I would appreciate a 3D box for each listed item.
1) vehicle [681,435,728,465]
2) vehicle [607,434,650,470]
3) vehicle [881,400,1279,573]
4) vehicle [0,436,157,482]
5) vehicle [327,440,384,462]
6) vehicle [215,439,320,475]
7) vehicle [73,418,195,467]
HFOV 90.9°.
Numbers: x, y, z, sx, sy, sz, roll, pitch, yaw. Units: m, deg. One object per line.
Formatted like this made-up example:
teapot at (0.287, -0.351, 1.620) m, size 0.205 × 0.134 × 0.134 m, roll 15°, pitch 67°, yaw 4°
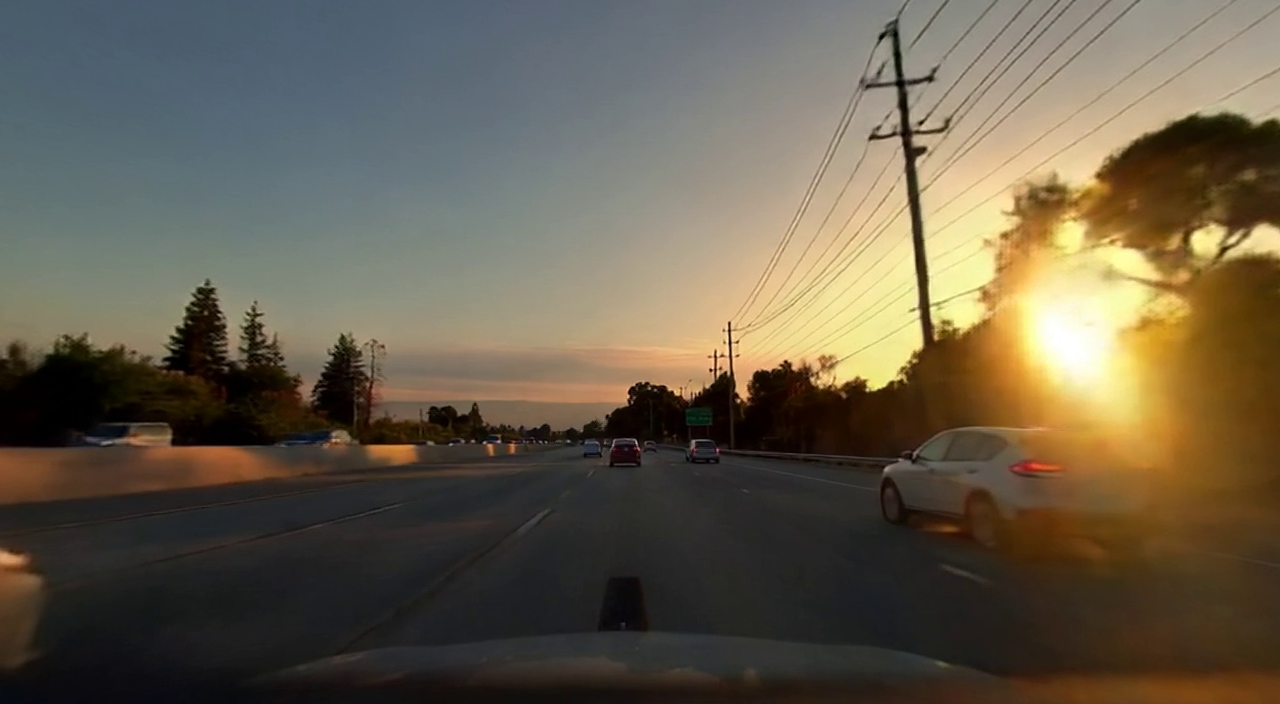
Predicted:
vehicle at (3.929, 6.096, 39.417) m, size 2.099 × 1.720 × 4.829 m, roll 0°, pitch -8°, yaw -4°
vehicle at (-0.680, 5.430, 34.412) m, size 2.192 × 1.769 × 4.287 m, roll 0°, pitch -8°, yaw -2°
vehicle at (5.449, 1.696, 8.777) m, size 2.102 × 1.723 × 4.745 m, roll 0°, pitch -8°, yaw -3°
vehicle at (-20.520, 3.873, 23.138) m, size 1.888 × 1.487 × 4.730 m, roll 0°, pitch -8°, yaw -1°
vehicle at (-20.954, 7.328, 46.678) m, size 1.881 × 1.516 × 5.010 m, roll 0°, pitch -8°, yaw 0°
vehicle at (-16.456, 4.640, 28.163) m, size 1.902 × 1.437 × 4.601 m, roll 0°, pitch -8°, yaw 0°
vehicle at (-27.613, 4.965, 34.728) m, size 2.283 × 2.462 × 5.387 m, roll 0°, pitch -8°, yaw -2°
